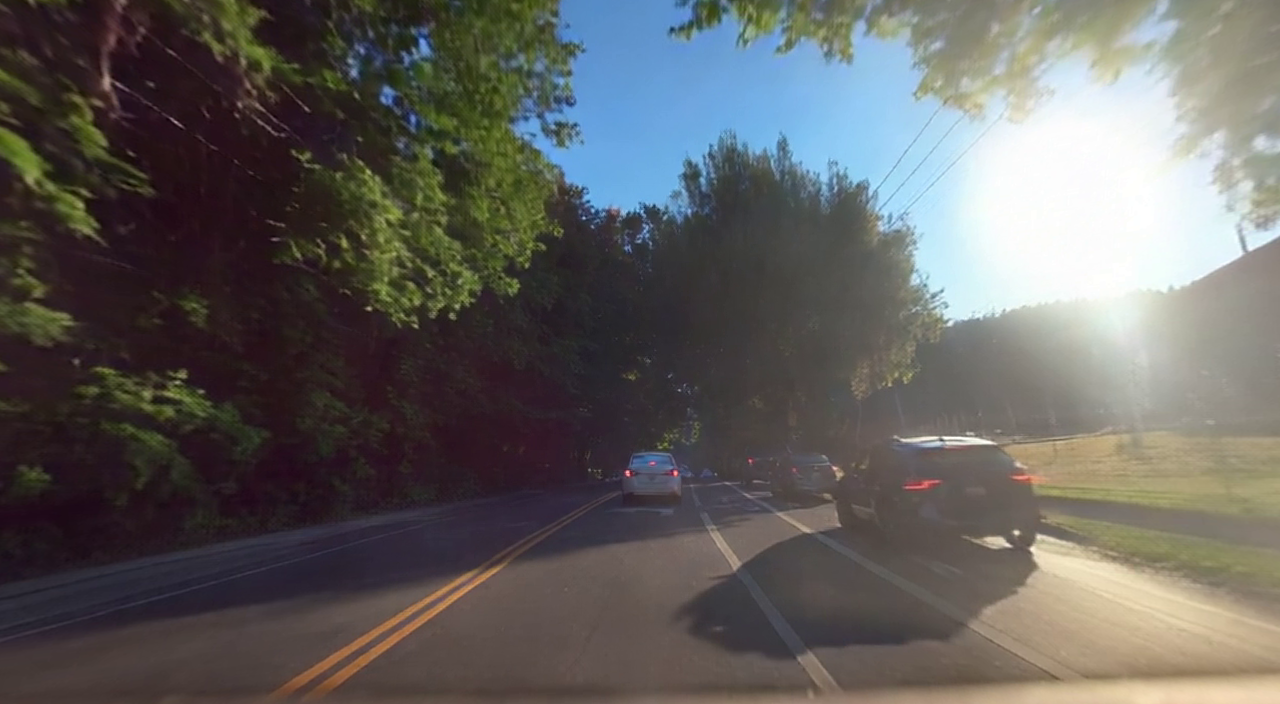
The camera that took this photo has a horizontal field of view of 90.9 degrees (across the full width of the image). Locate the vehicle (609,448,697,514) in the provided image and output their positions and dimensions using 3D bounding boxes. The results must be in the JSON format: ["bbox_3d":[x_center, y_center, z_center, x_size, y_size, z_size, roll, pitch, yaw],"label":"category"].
[{"bbox_3d":[0.384,3.367,17.031,2.078,1.521,4.058,0,-8,2],"label":"vehicle"}]

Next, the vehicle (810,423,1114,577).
[{"bbox_3d":[4.086,1.930,9.129,1.957,1.629,4.609,0,-8,0],"label":"vehicle"}]
